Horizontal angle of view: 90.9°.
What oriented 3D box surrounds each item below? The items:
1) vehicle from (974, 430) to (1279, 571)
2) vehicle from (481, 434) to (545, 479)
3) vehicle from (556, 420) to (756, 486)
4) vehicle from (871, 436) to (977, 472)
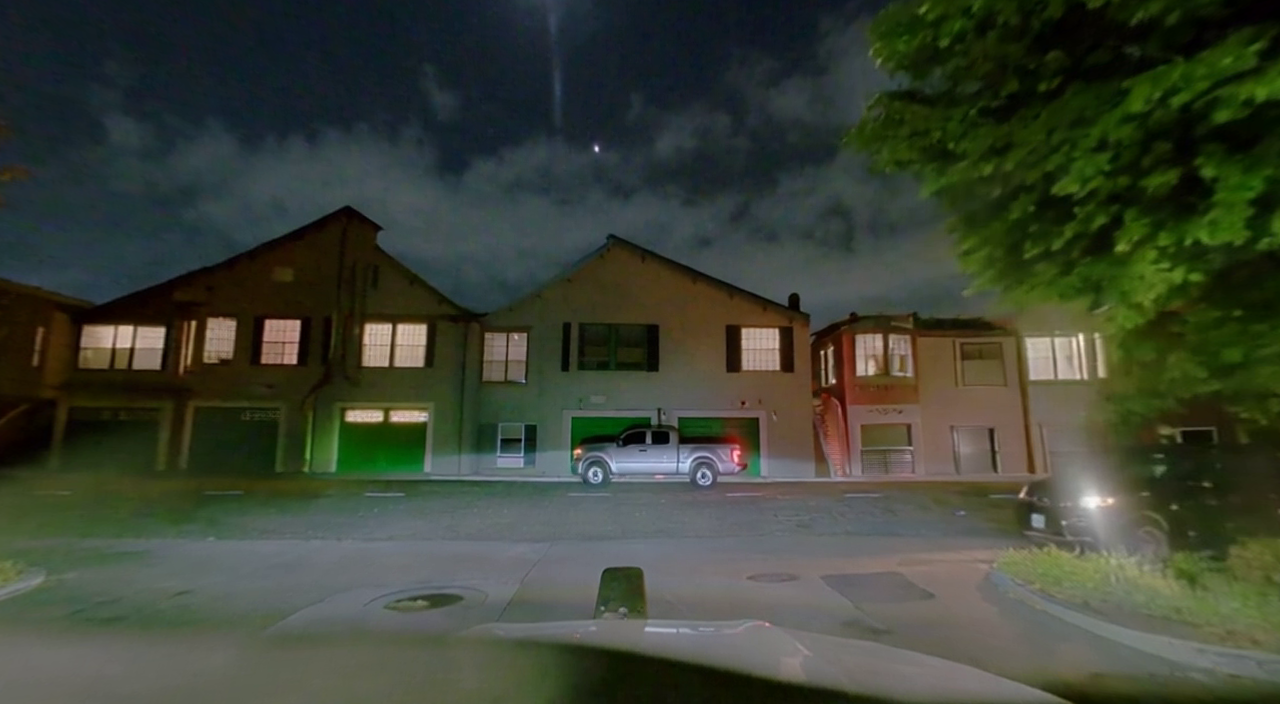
[{"bbox_3d":[7.535,2.036,9.307,4.074,1.617,2.112,0,-4,-8],"label":"vehicle"},{"bbox_3d":[-5.358,4.406,27.057,1.869,1.460,3.826,-3,-4,1],"label":"vehicle"},{"bbox_3d":[0.446,2.997,18.856,5.600,1.835,2.161,0,-8,-1],"label":"vehicle"},{"bbox_3d":[14.518,5.231,32.444,4.383,1.784,2.211,0,-8,0],"label":"vehicle"}]
